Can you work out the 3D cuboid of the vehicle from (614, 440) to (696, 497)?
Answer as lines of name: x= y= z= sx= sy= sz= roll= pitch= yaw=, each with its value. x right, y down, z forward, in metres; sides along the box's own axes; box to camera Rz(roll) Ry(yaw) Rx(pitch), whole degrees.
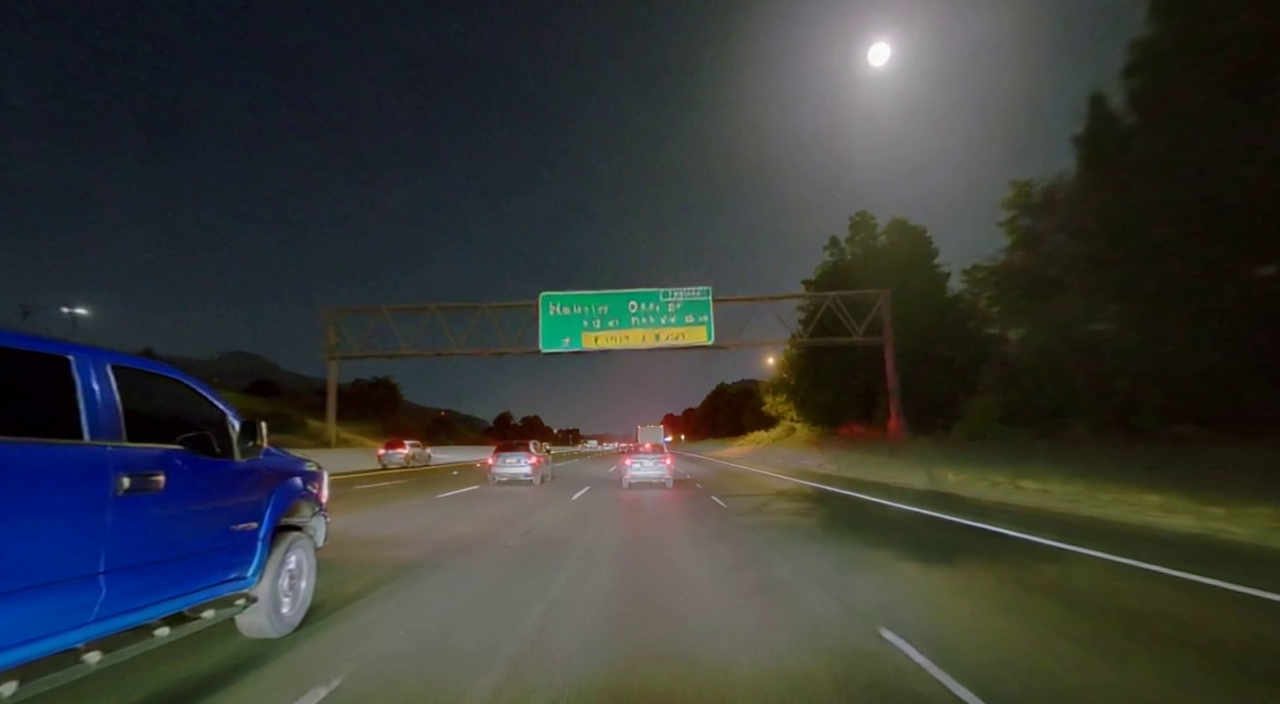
vehicle: x=0.380 y=3.234 z=17.943 sx=2.054 sy=1.421 sz=4.090 roll=0 pitch=-8 yaw=0

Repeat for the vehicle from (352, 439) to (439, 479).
vehicle: x=-10.437 y=4.578 z=27.292 sx=1.941 sy=1.602 sz=4.277 roll=0 pitch=-8 yaw=2

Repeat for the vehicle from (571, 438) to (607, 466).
vehicle: x=-3.219 y=6.429 z=40.720 sx=1.897 sy=1.646 sz=4.049 roll=0 pitch=-8 yaw=1

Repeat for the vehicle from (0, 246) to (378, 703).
vehicle: x=-3.459 y=0.668 z=2.380 sx=2.269 sy=2.060 sz=5.933 roll=0 pitch=-8 yaw=1

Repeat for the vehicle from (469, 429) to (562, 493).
vehicle: x=-3.654 y=3.294 z=19.352 sx=1.903 sy=1.721 sz=4.210 roll=0 pitch=-8 yaw=1
